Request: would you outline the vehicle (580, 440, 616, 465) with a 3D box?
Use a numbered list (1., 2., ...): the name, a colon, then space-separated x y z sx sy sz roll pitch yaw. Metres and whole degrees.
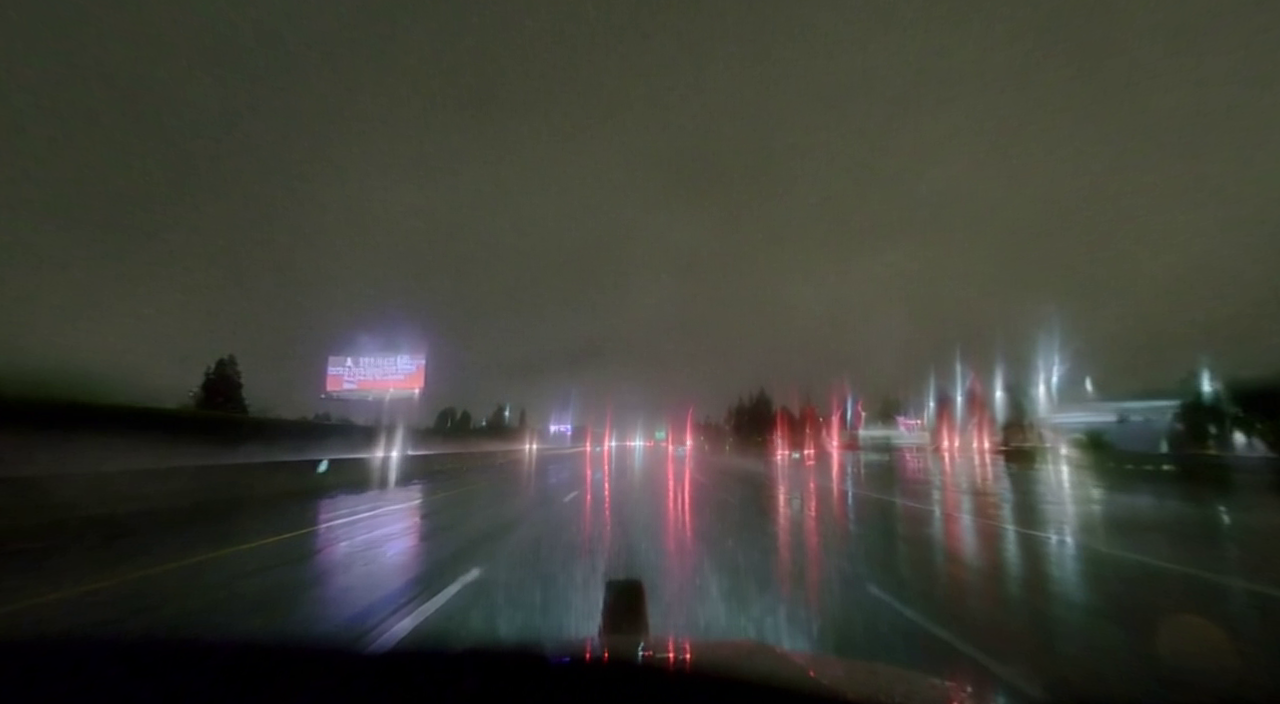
1. vehicle: -2.958 7.203 45.370 2.319 1.738 4.355 0 -8 0
